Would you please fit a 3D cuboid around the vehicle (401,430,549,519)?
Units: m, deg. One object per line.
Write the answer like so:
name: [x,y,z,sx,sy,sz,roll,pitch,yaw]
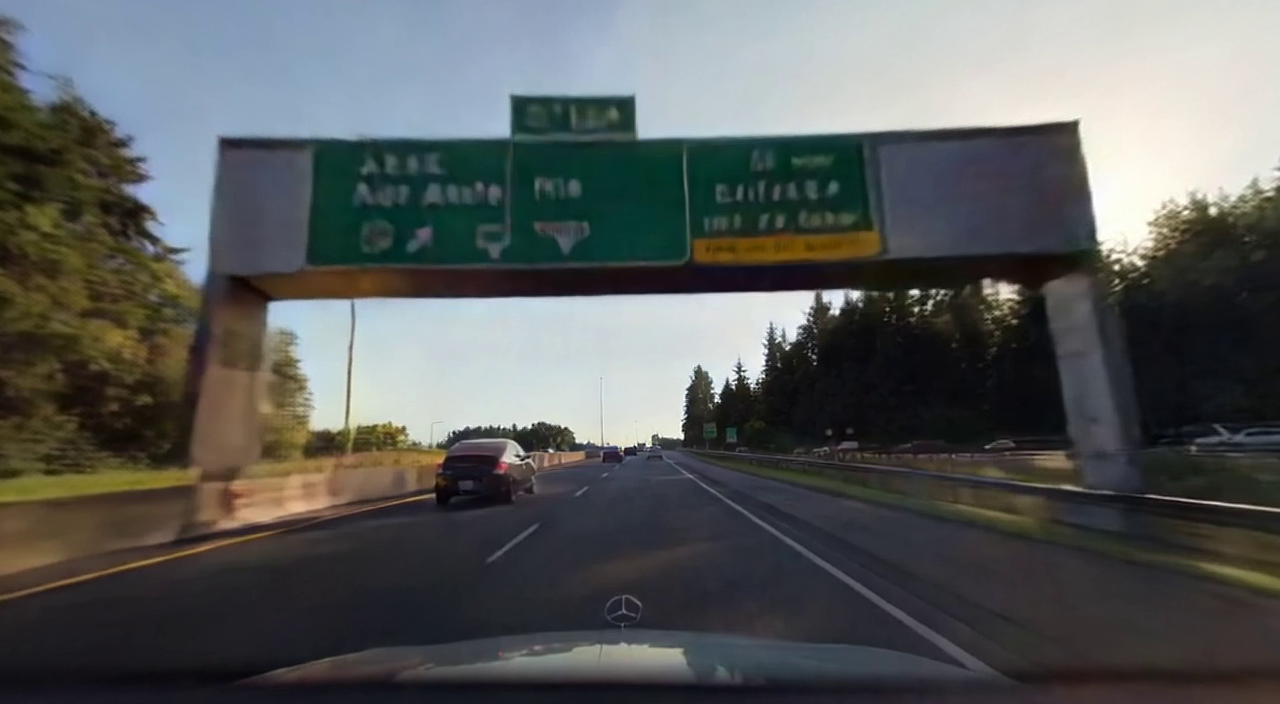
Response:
vehicle: [-3.389,2.619,13.958,2.037,1.638,4.274,0,-9,1]
